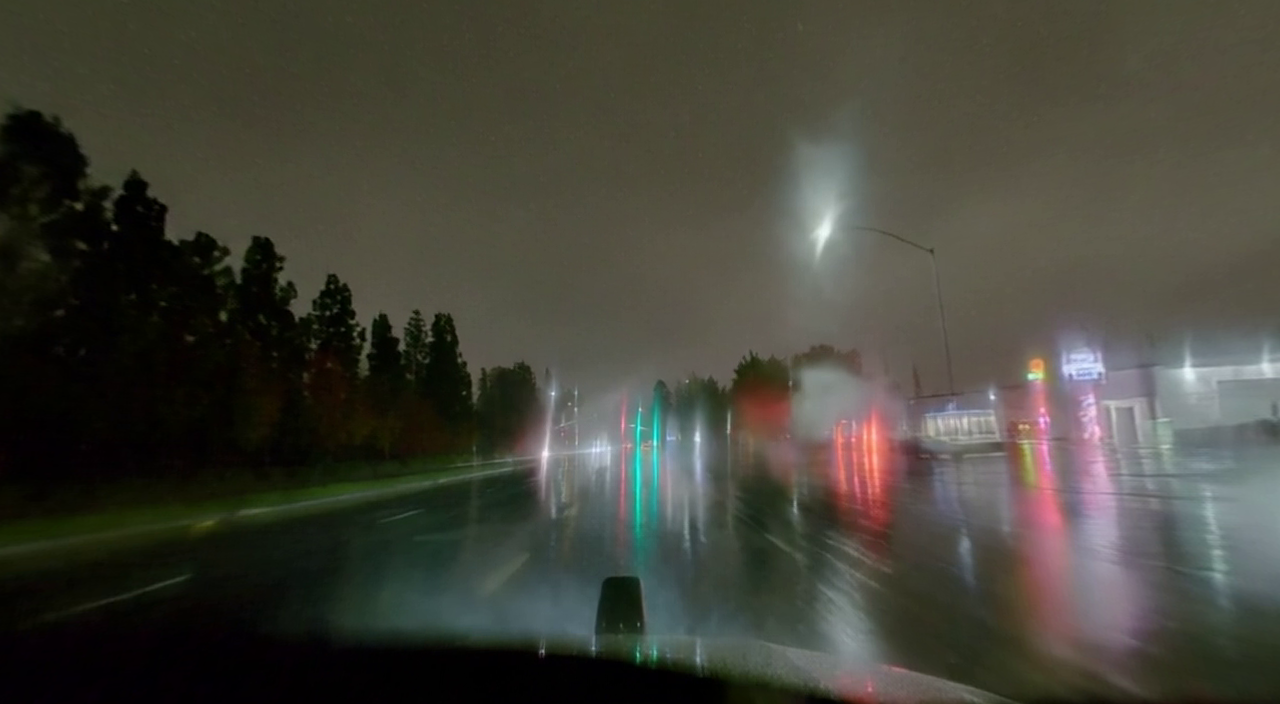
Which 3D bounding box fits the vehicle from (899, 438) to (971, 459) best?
[{"bbox_3d":[22.311,7.277,47.834,4.373,1.532,2.071,0,-8,-1],"label":"vehicle"}]
